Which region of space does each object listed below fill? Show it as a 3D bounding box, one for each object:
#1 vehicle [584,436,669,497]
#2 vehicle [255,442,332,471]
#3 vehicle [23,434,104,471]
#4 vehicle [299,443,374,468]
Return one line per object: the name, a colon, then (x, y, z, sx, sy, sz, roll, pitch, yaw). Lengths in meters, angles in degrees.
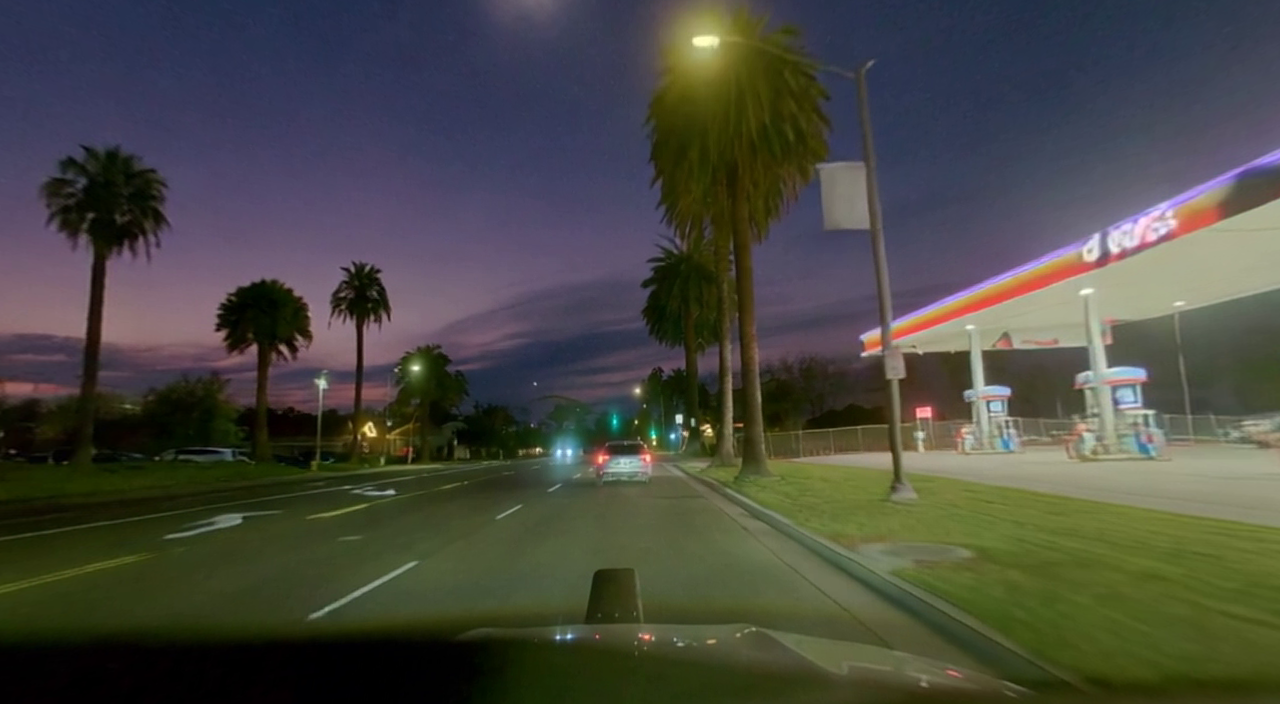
vehicle: (-0.344, 3.118, 17.629, 2.076, 1.486, 4.119, 0, -8, -1)
vehicle: (-23.057, 6.949, 42.009, 4.573, 1.725, 2.054, -5, -7, 23)
vehicle: (-39.806, 6.911, 43.517, 7.230, 2.299, 2.770, -7, -10, 37)
vehicle: (-23.244, 7.871, 48.349, 5.293, 1.771, 2.194, -4, -9, 25)
